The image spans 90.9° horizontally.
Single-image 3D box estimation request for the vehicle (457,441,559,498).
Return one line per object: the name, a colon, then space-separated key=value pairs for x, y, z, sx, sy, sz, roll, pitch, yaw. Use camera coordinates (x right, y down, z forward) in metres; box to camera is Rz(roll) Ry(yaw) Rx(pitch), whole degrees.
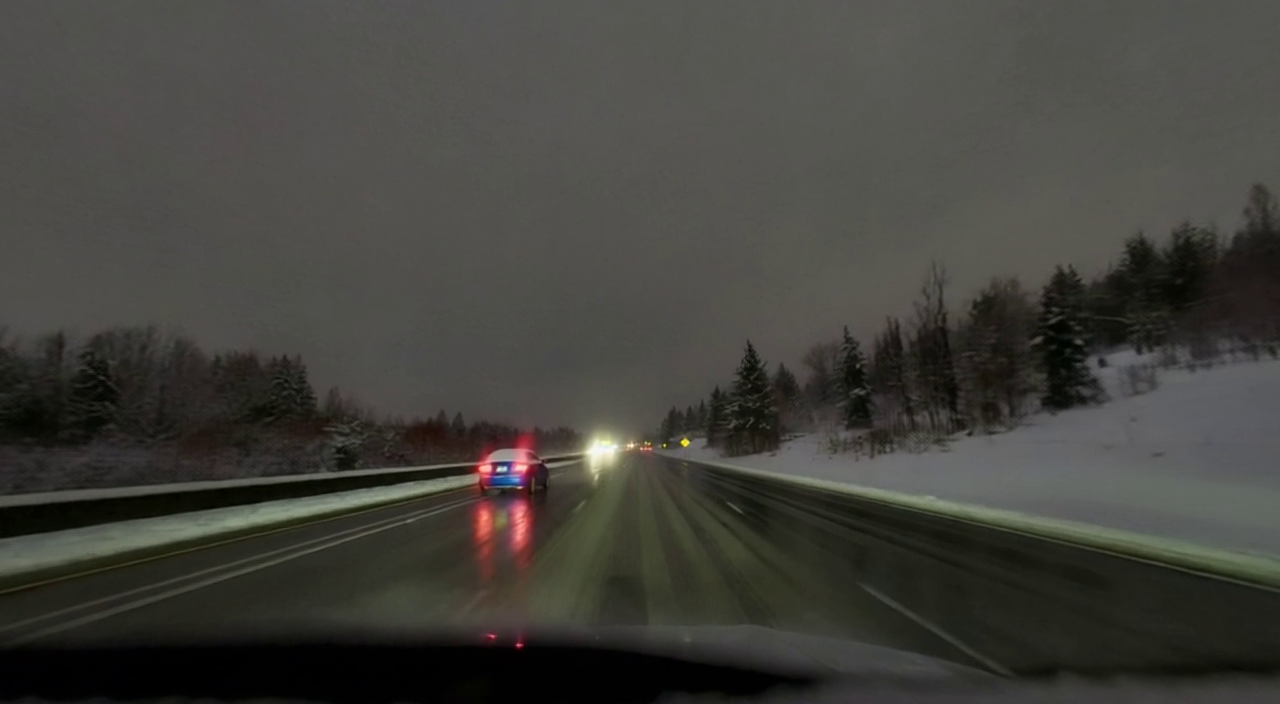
vehicle: x=-3.975 y=3.641 z=19.880 sx=2.160 sy=1.552 sz=4.592 roll=0 pitch=-9 yaw=1
